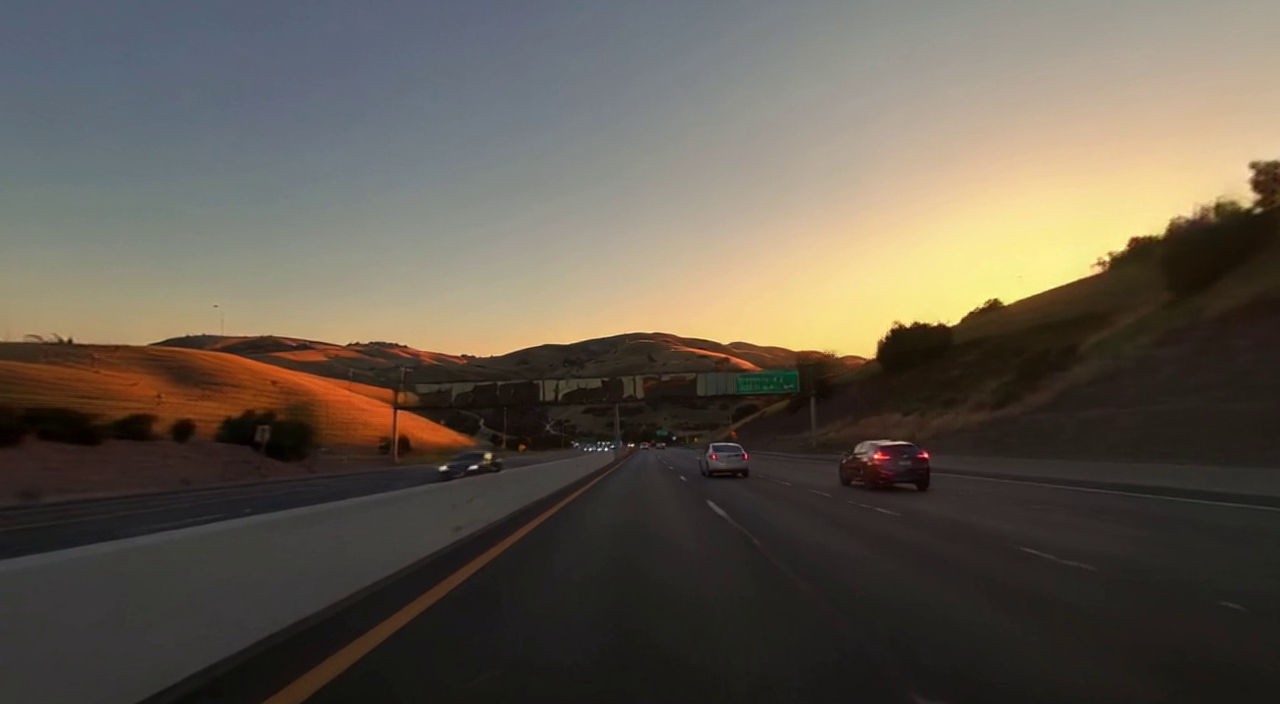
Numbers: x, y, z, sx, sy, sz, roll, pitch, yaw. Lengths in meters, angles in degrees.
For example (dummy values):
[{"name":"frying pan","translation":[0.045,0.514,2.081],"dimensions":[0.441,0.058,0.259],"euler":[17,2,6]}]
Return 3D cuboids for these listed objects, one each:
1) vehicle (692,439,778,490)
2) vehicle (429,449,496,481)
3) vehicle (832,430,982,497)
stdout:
[{"name":"vehicle","translation":[2.921,3.554,20.303],"dimensions":[2.044,1.444,4.216],"euler":[0,-8,-1]},{"name":"vehicle","translation":[-8.998,5.758,32.392],"dimensions":[2.089,1.460,4.488],"euler":[-1,-8,0]},{"name":"vehicle","translation":[6.961,2.956,17.139],"dimensions":[1.988,1.530,4.777],"euler":[0,-8,0]}]
